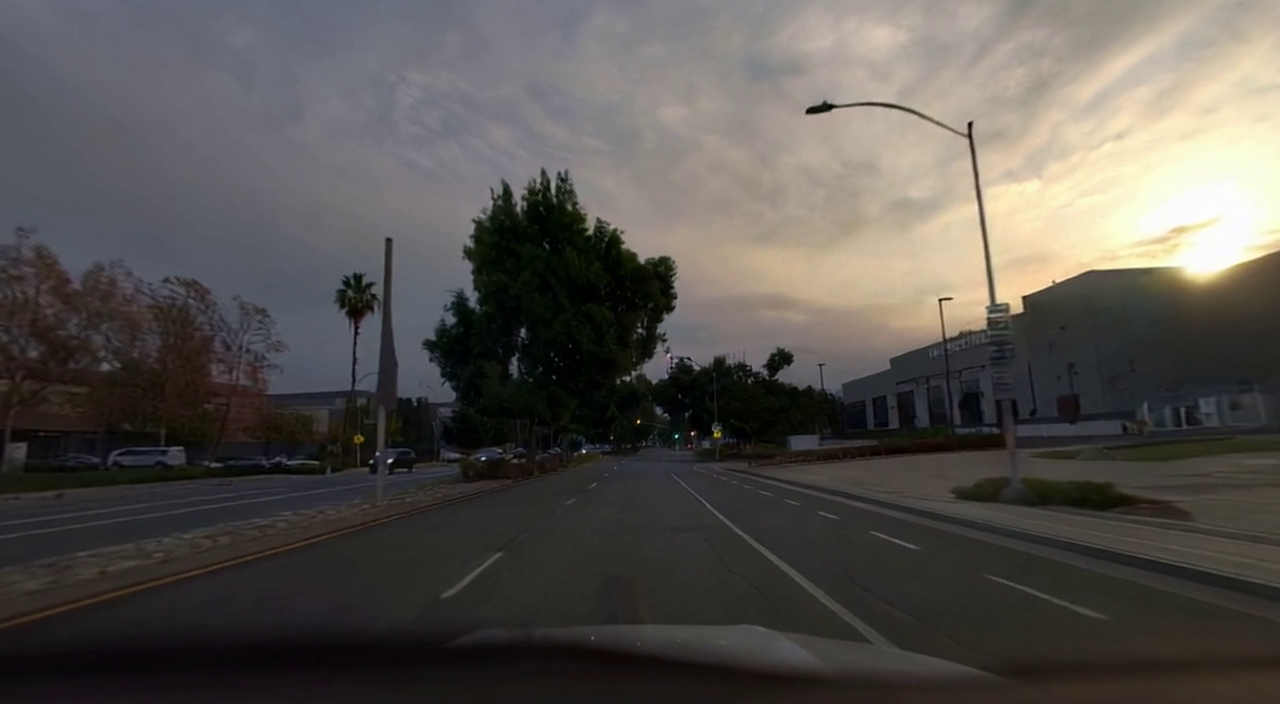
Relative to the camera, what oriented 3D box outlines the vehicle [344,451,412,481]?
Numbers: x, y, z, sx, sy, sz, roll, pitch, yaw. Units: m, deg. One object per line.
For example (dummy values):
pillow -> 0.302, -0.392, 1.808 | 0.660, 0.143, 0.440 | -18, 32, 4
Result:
vehicle -> -15.085, 6.569, 36.645 | 1.819, 1.552, 4.361 | -1, -8, 4
